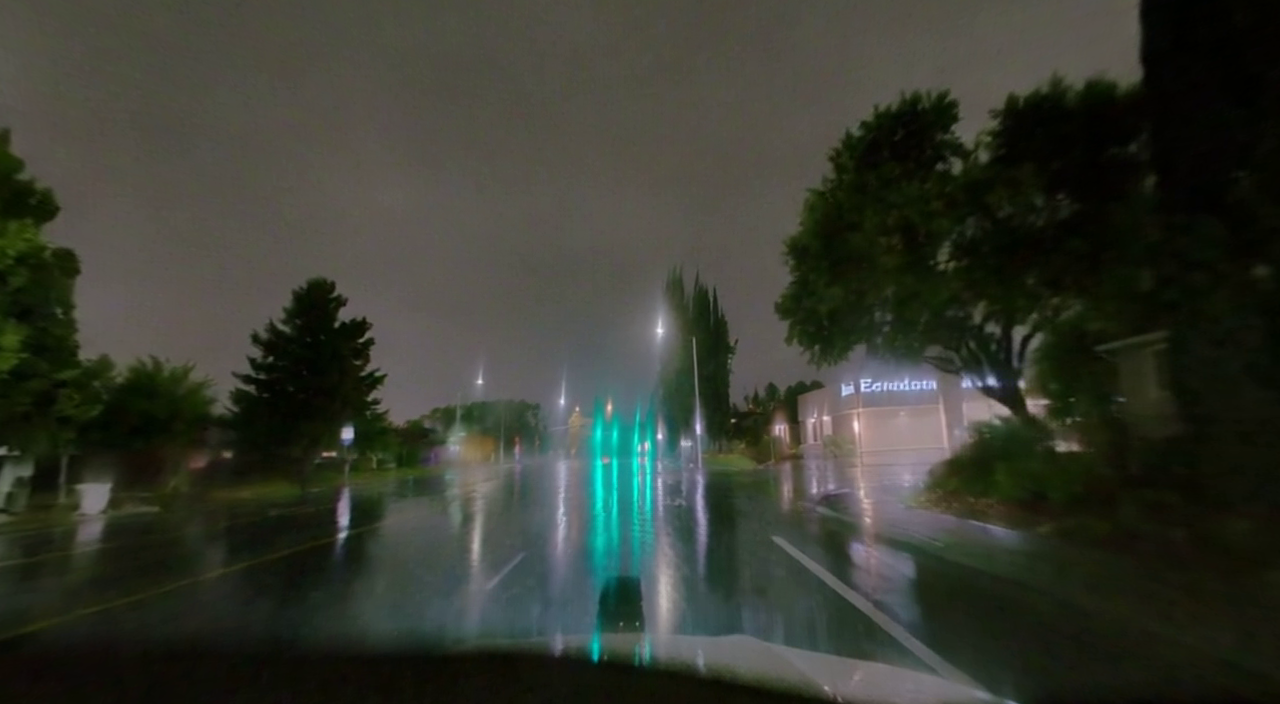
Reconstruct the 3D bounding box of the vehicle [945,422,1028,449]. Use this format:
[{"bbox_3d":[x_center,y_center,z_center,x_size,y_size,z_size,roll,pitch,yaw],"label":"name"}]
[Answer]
[{"bbox_3d":[21.606,5.296,39.706,2.028,1.584,4.971,1,-9,-5],"label":"vehicle"}]
